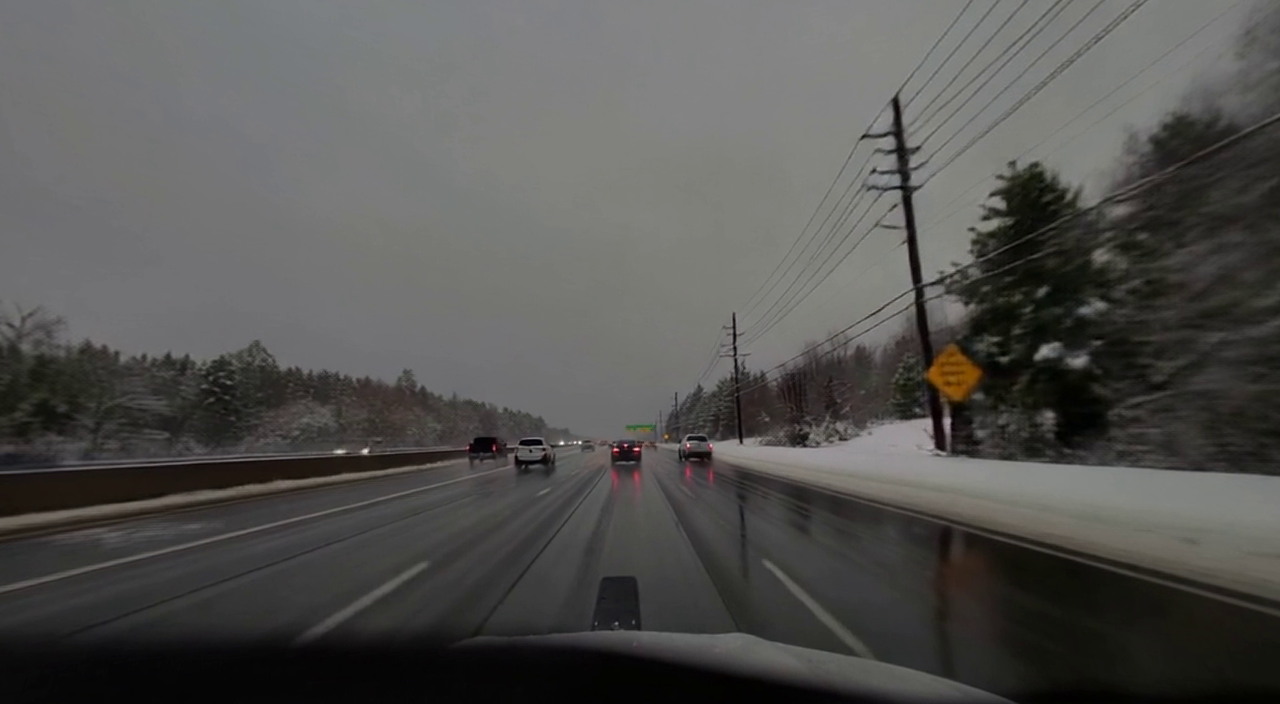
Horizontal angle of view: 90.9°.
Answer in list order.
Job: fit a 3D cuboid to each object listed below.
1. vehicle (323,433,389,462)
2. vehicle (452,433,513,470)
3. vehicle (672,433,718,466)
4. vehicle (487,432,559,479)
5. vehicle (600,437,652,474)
[{"bbox_3d":[-20.214,6.788,45.163,2.279,1.940,5.463,0,-8,-1],"label":"vehicle"},{"bbox_3d":[-7.613,4.822,30.912,1.980,1.678,4.255,0,-8,-1],"label":"vehicle"},{"bbox_3d":[2.971,5.376,35.040,1.950,1.695,4.446,0,-8,-2],"label":"vehicle"},{"bbox_3d":[-4.356,3.910,24.171,1.901,1.601,4.610,0,-8,0],"label":"vehicle"},{"bbox_3d":[-0.590,4.382,27.045,2.086,1.488,3.440,0,-8,-1],"label":"vehicle"}]
